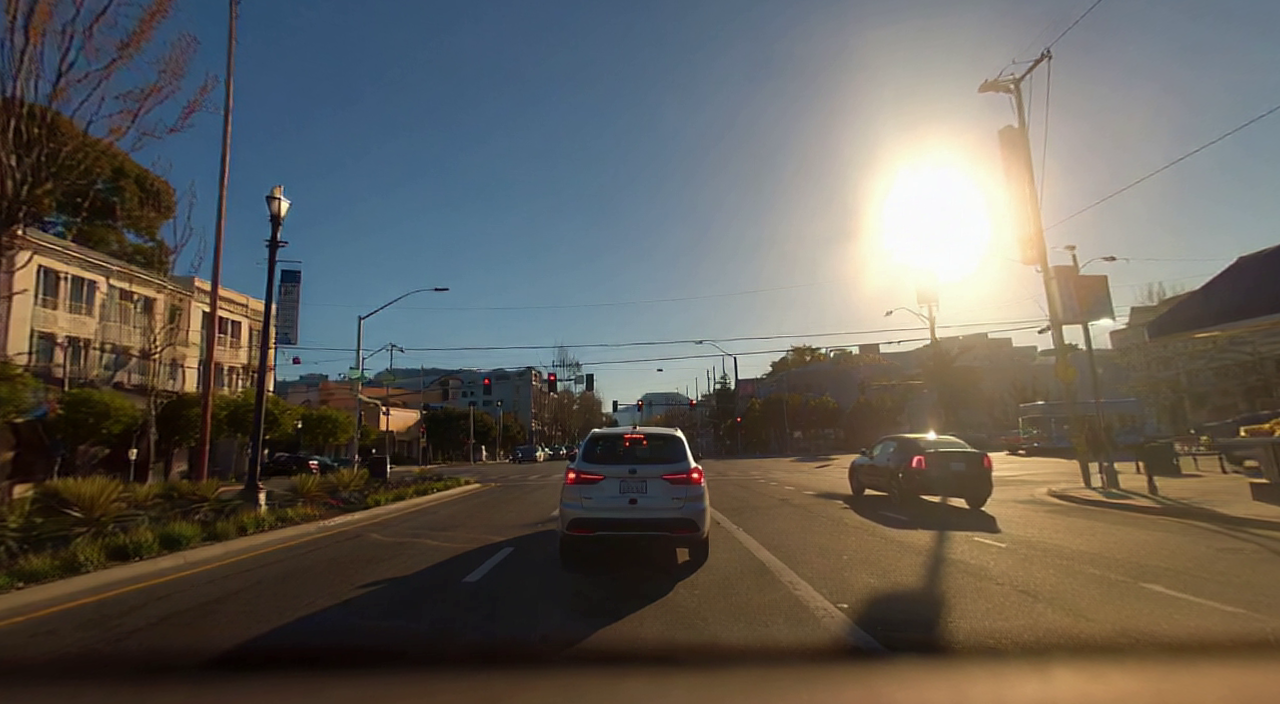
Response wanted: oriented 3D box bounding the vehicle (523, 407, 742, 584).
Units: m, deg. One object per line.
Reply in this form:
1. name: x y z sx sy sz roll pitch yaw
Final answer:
1. vehicle: -0.059 1.689 8.134 2.115 1.700 3.901 0 -8 1

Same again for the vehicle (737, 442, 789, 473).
1. vehicle: 6.307 5.462 32.711 1.961 1.477 4.454 0 -8 2

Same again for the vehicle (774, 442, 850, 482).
1. vehicle: 6.859 4.420 25.553 1.833 1.452 4.237 0 -9 0

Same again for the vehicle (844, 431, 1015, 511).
1. vehicle: 6.768 2.824 15.428 2.072 1.652 4.611 0 -8 1
